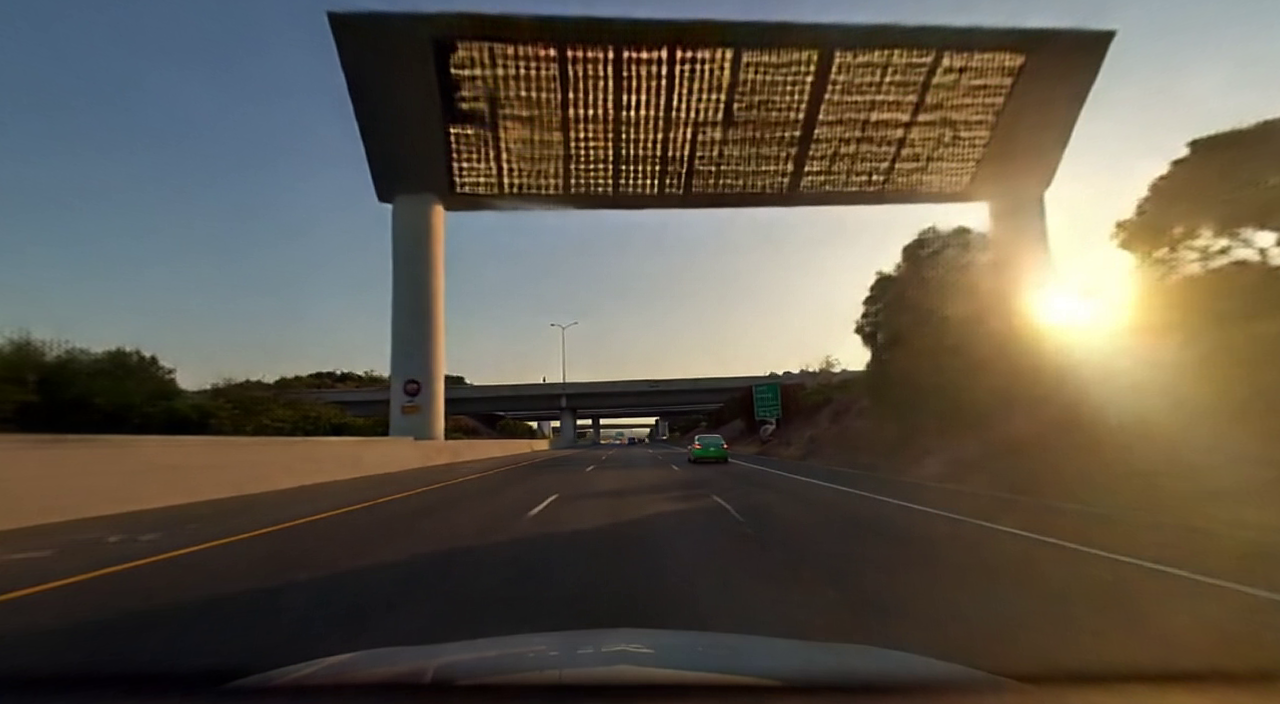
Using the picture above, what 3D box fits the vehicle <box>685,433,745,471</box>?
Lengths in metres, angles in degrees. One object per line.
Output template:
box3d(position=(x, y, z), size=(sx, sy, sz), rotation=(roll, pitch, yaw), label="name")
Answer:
box3d(position=(3.074, 4.186, 26.643), size=(1.946, 1.481, 3.969), rotation=(0, -8, -1), label="vehicle")
